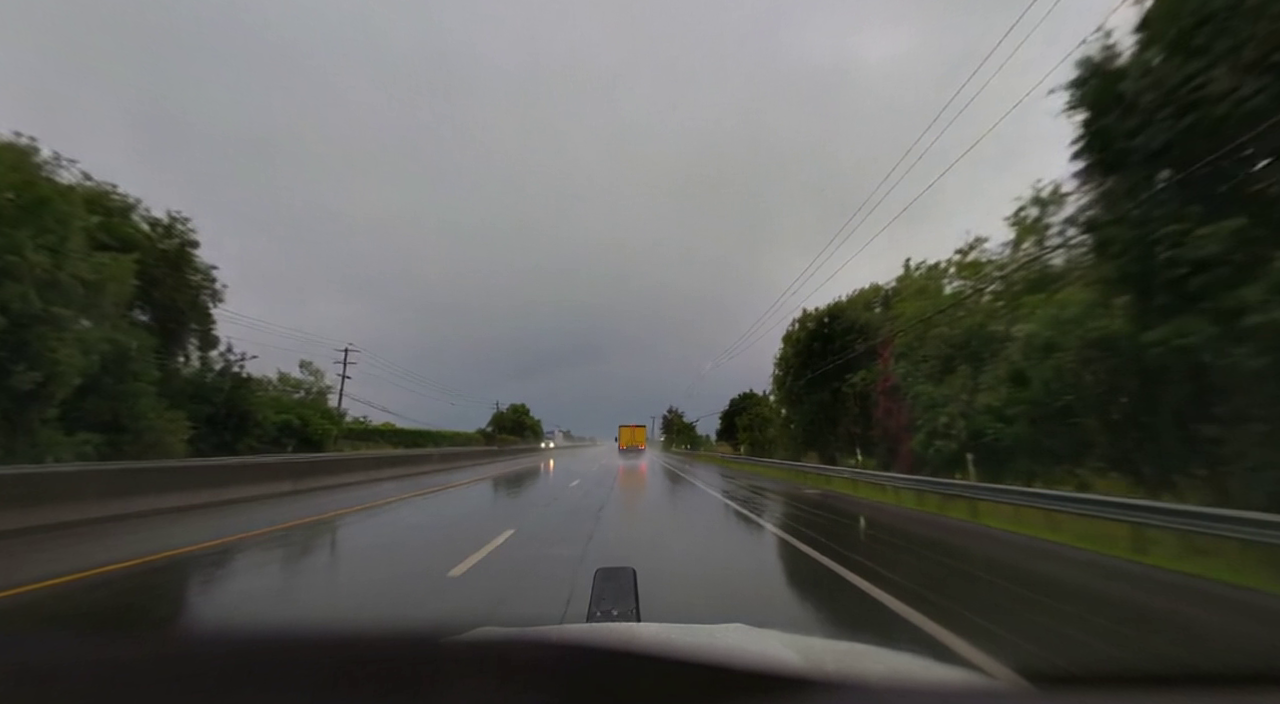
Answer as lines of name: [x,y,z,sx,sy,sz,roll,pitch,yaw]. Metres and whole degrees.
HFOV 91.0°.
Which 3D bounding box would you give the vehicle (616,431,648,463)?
vehicle: [-0.651,6.898,45.839,2.240,2.129,4.480,0,-8,-2]
